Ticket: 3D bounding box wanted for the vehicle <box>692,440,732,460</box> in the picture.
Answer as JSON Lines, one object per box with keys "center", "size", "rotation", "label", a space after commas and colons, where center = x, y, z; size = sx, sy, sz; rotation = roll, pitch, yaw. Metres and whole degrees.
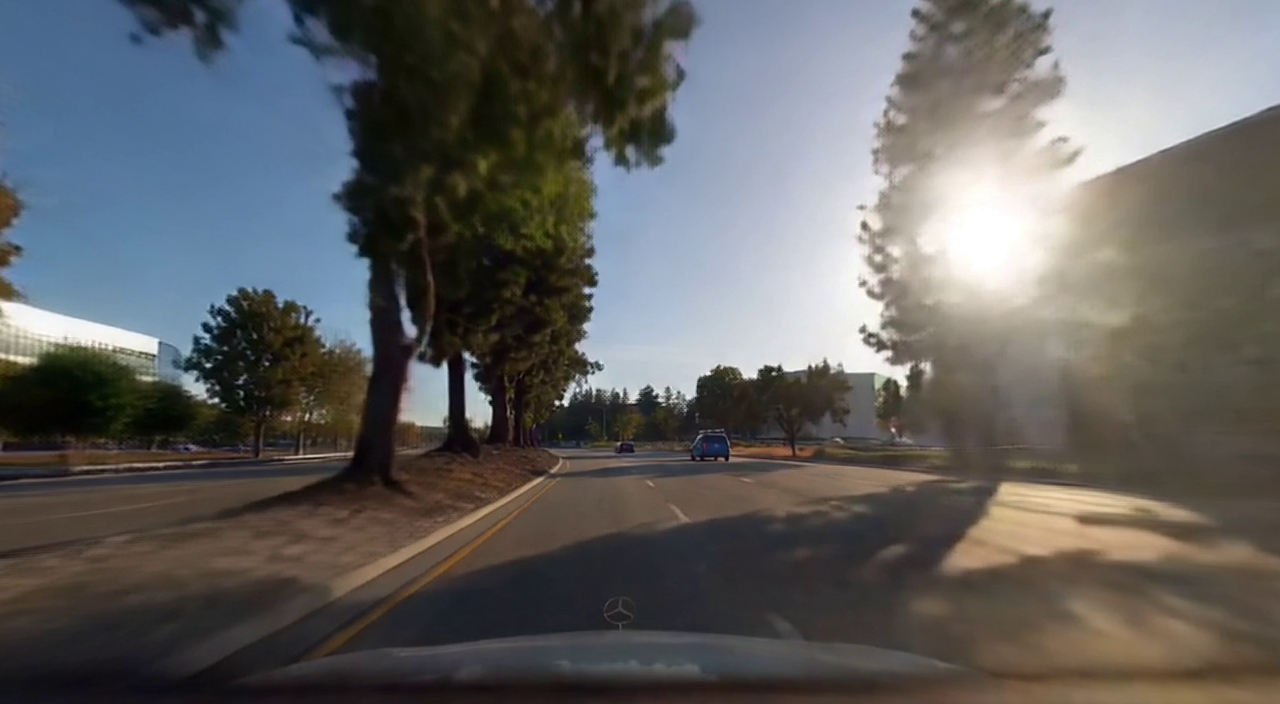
{"center": [5.461, 7.525, 48.382], "size": [1.908, 1.483, 4.474], "rotation": [1, -9, -9], "label": "vehicle"}
